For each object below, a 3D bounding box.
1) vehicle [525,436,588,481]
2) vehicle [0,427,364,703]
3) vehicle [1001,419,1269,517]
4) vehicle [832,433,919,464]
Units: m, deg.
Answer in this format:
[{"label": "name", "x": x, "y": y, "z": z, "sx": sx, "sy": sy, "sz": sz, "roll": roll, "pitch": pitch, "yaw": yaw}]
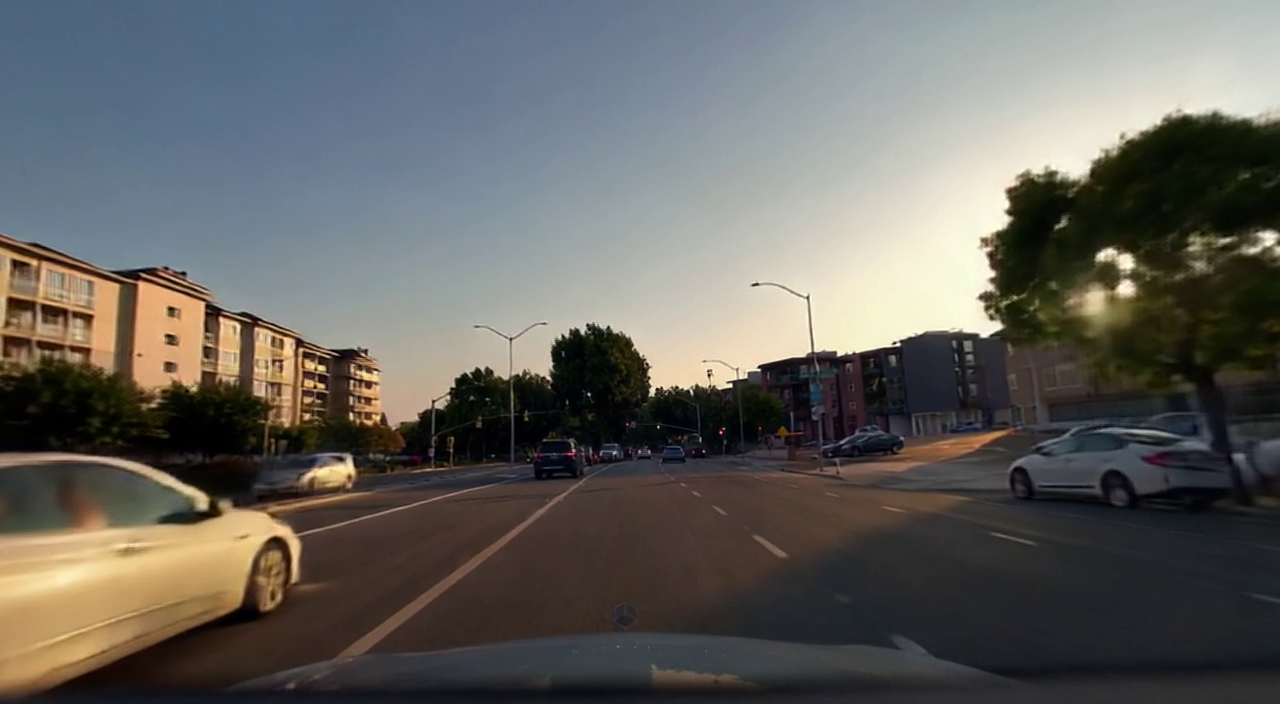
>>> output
[{"label": "vehicle", "x": -3.808, "y": 4.974, "z": 29.804, "sx": 2.220, "sy": 1.888, "sz": 4.904, "roll": -1, "pitch": -9, "yaw": 1}, {"label": "vehicle", "x": -3.739, "y": 1.242, "z": 3.877, "sx": 2.144, "sy": 1.447, "sz": 4.421, "roll": 0, "pitch": -9, "yaw": -1}, {"label": "vehicle", "x": 9.859, "y": 2.340, "z": 13.172, "sx": 1.992, "sy": 1.664, "sz": 4.246, "roll": 0, "pitch": -9, "yaw": -3}, {"label": "vehicle", "x": 13.757, "y": 5.679, "z": 37.154, "sx": 4.399, "sy": 1.722, "sz": 2.202, "roll": -2, "pitch": -9, "yaw": 9}]
